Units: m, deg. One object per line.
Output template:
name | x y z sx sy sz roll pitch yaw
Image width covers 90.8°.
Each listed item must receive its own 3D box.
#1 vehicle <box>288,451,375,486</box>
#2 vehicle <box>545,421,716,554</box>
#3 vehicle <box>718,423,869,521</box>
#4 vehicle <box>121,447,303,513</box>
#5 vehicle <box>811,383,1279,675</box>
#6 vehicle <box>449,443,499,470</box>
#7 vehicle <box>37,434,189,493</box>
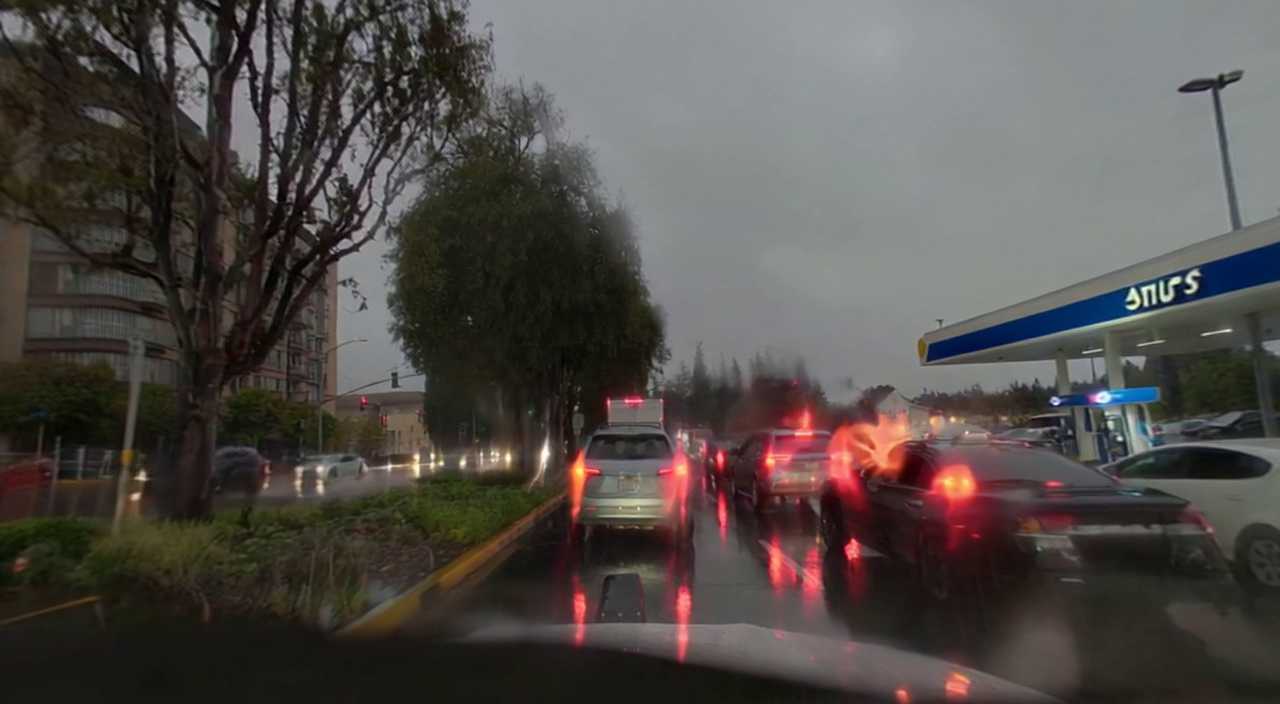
vehicle | -14.497 5.453 30.006 1.883 1.479 4.471 0 -9 -1
vehicle | -0.167 1.953 9.739 2.106 1.613 3.697 0 -9 -1
vehicle | 2.918 2.391 13.059 1.995 1.677 4.106 0 -9 -1
vehicle | -11.347 3.371 17.207 1.955 1.546 4.232 0 -9 0
vehicle | 3.361 1.364 6.010 2.056 1.700 4.399 0 -9 -3
vehicle | -11.117 7.014 42.685 2.055 1.663 4.637 0 -9 0
vehicle | -26.955 5.707 32.747 2.571 2.711 6.027 0 -9 0
